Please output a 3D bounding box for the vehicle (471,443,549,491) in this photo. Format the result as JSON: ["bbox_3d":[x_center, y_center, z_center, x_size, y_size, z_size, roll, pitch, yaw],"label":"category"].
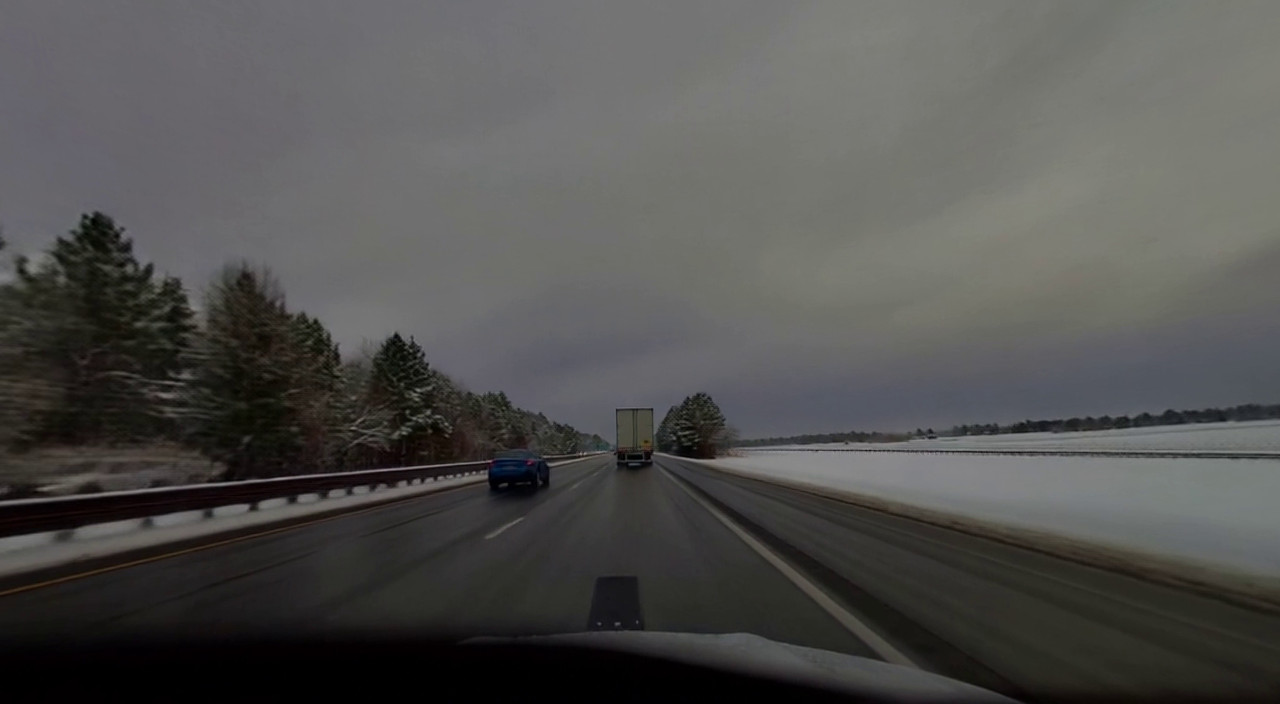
[{"bbox_3d":[-4.472,4.006,22.243,1.937,1.493,3.779,0,-9,0],"label":"vehicle"}]

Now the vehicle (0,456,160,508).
[{"bbox_3d":[-17.847,4.094,20.298,1.805,1.466,3.803,0,-9,0],"label":"vehicle"}]
